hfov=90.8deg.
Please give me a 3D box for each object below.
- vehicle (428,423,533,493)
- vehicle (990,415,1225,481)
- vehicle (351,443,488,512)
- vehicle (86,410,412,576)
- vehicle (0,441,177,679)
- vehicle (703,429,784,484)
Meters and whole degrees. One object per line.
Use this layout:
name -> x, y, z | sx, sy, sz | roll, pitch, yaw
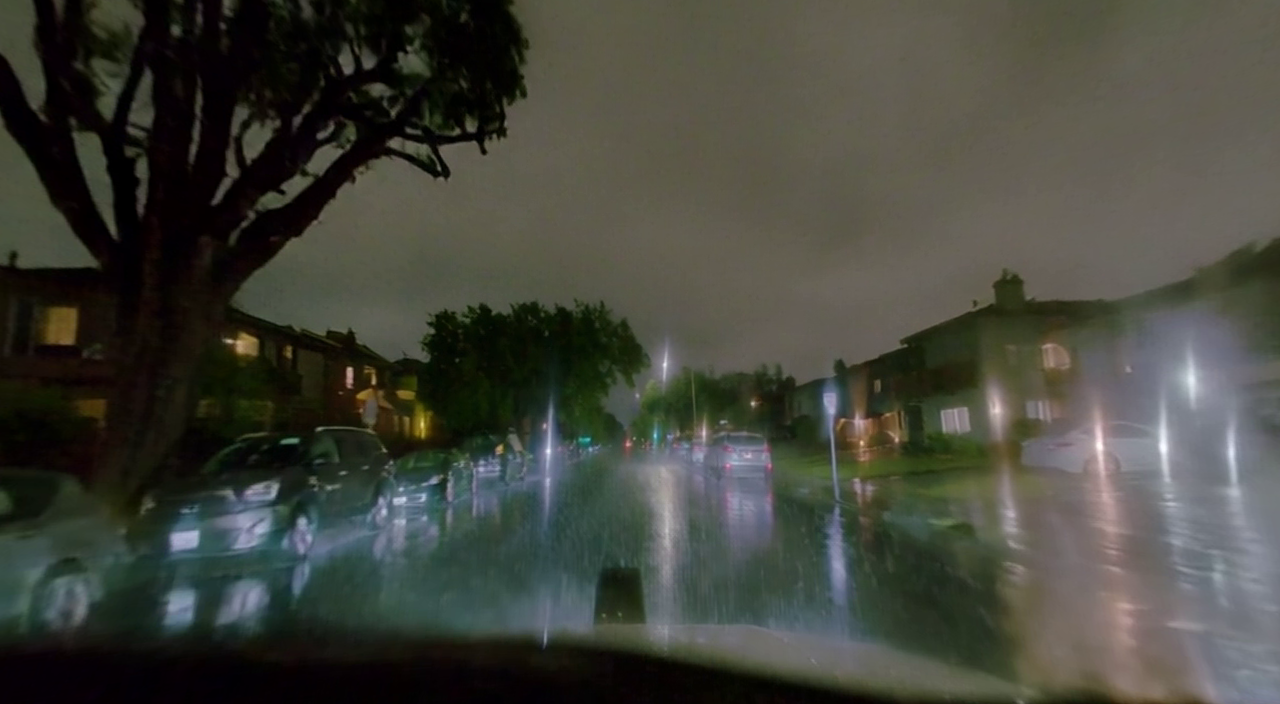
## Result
vehicle -> -5.354, 3.657, 22.157 | 2.390, 2.123, 5.371 | 0, -8, -1
vehicle -> 11.397, 2.366, 15.631 | 4.336, 1.520, 1.876 | 0, -8, -2
vehicle -> -5.255, 3.015, 15.798 | 1.858, 1.456, 4.587 | 0, -8, -1
vehicle -> -5.305, 1.945, 9.617 | 2.042, 1.850, 4.758 | 0, -8, -2
vehicle -> -4.925, 1.212, 3.308 | 1.901, 1.486, 4.422 | 1, -8, -5
vehicle -> 3.513, 3.651, 22.339 | 1.994, 1.710, 4.699 | 0, -8, -1
